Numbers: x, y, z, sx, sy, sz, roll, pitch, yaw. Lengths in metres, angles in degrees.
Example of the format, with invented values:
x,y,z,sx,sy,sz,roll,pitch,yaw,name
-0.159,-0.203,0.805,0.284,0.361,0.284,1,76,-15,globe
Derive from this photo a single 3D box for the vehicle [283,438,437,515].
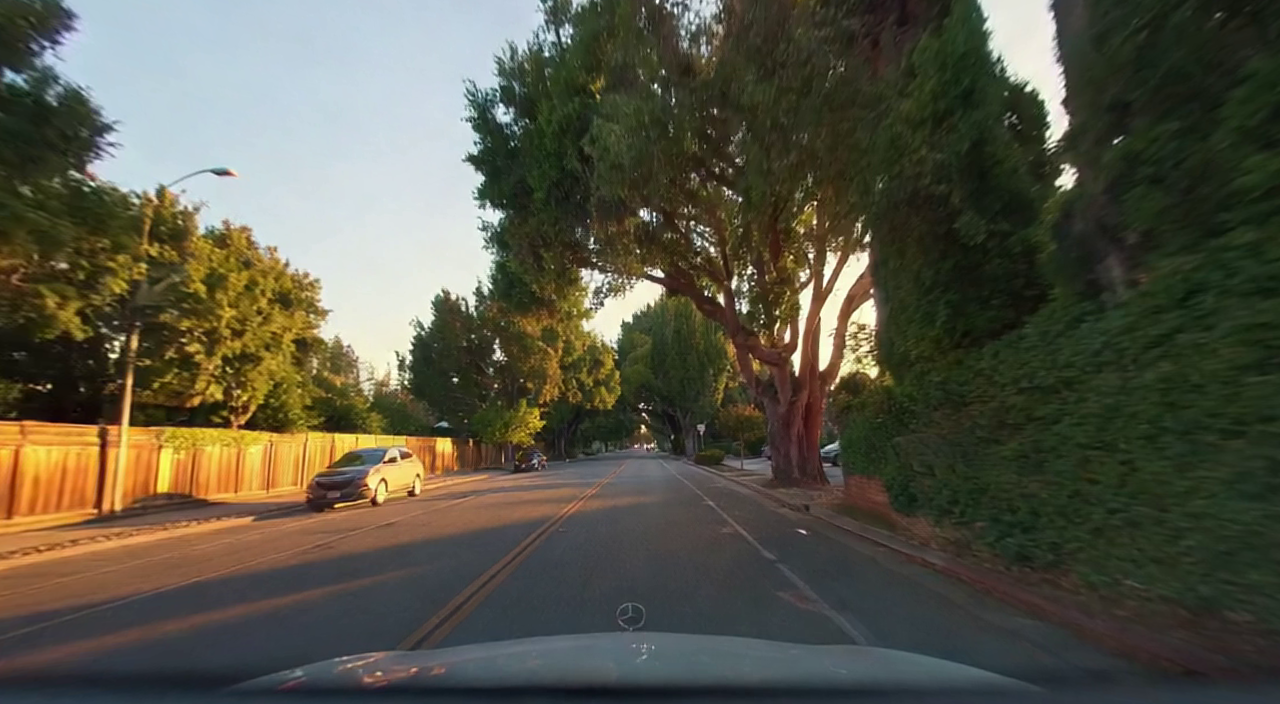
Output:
x,y,z,sx,sy,sz,roll,pitch,yaw,name
-7.426,3.281,17.323,1.999,1.714,4.517,-3,-8,3,vehicle

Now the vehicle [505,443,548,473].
x,y,z,sx,sy,sz,roll,pitch,yaw,name
-7.444,6.993,41.746,1.945,1.760,4.021,-3,-8,2,vehicle
